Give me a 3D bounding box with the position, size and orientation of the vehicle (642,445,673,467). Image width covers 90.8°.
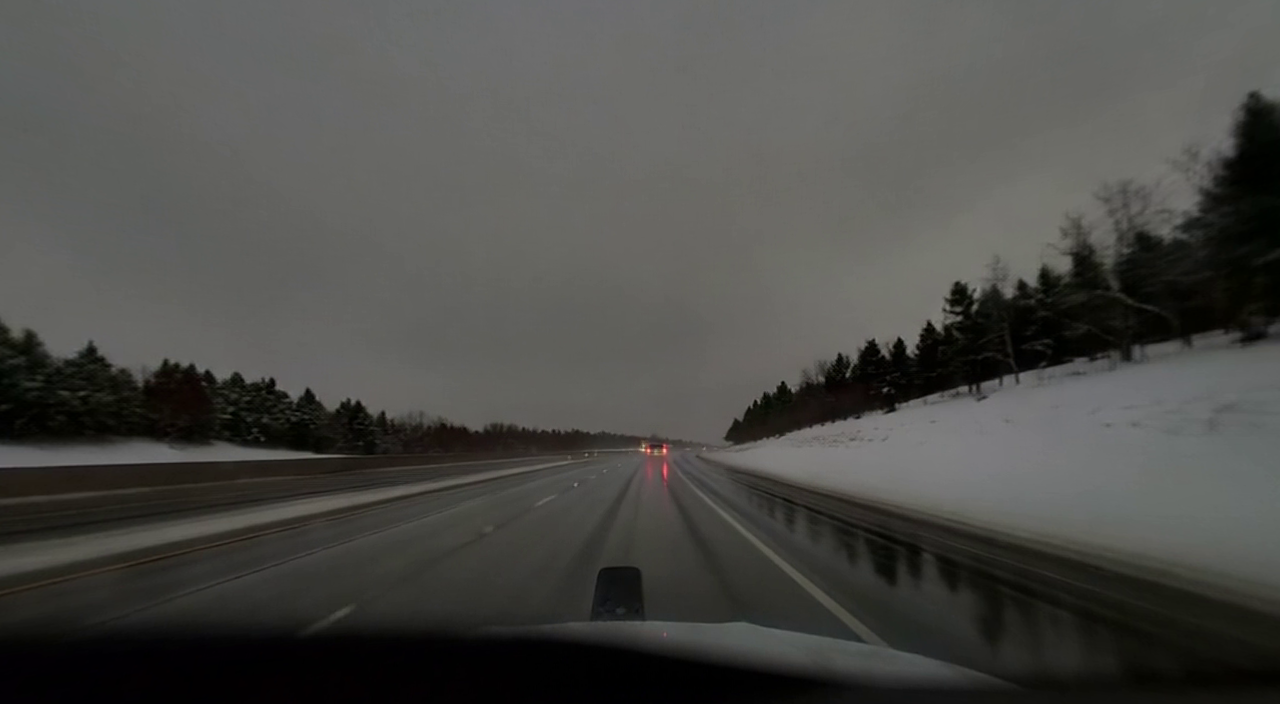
[{"bbox_3d":[1.336,7.749,47.153,2.221,1.603,4.149,0,-9,2],"label":"vehicle"}]
